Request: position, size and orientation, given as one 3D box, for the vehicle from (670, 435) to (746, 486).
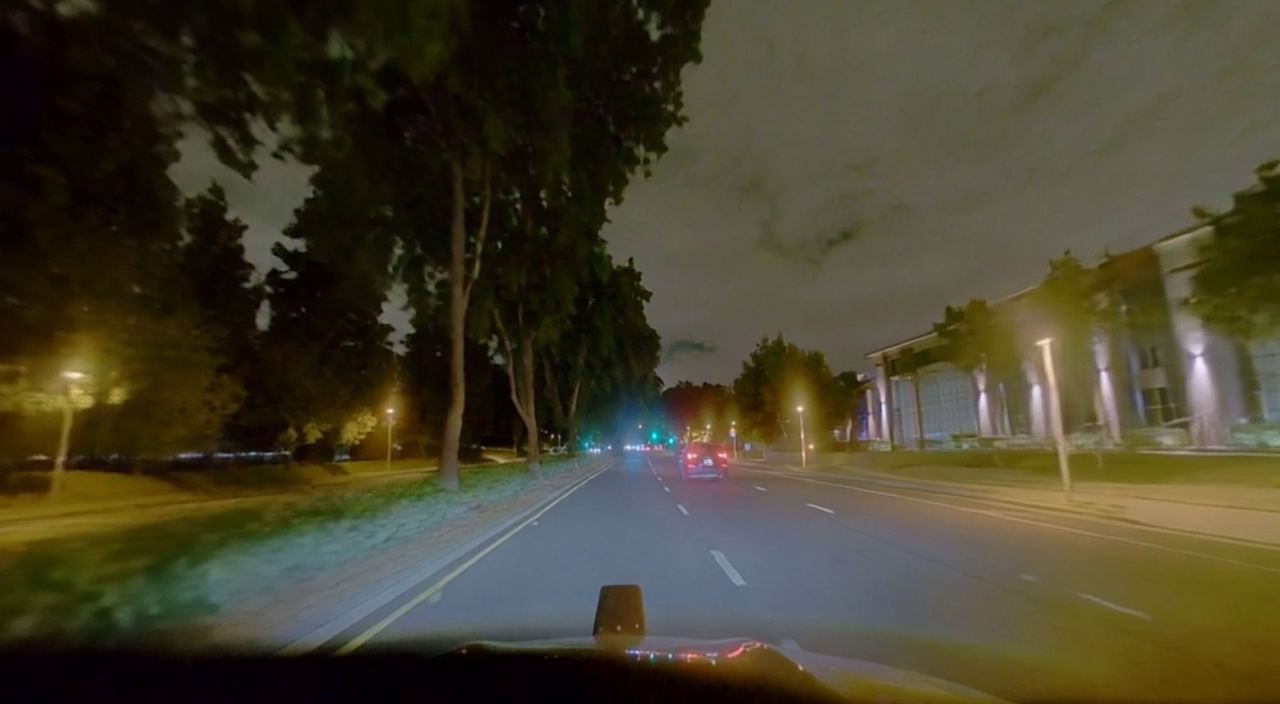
[{"bbox_3d":[2.485,4.139,24.402,2.240,1.740,4.605,0,-9,-2],"label":"vehicle"}]
